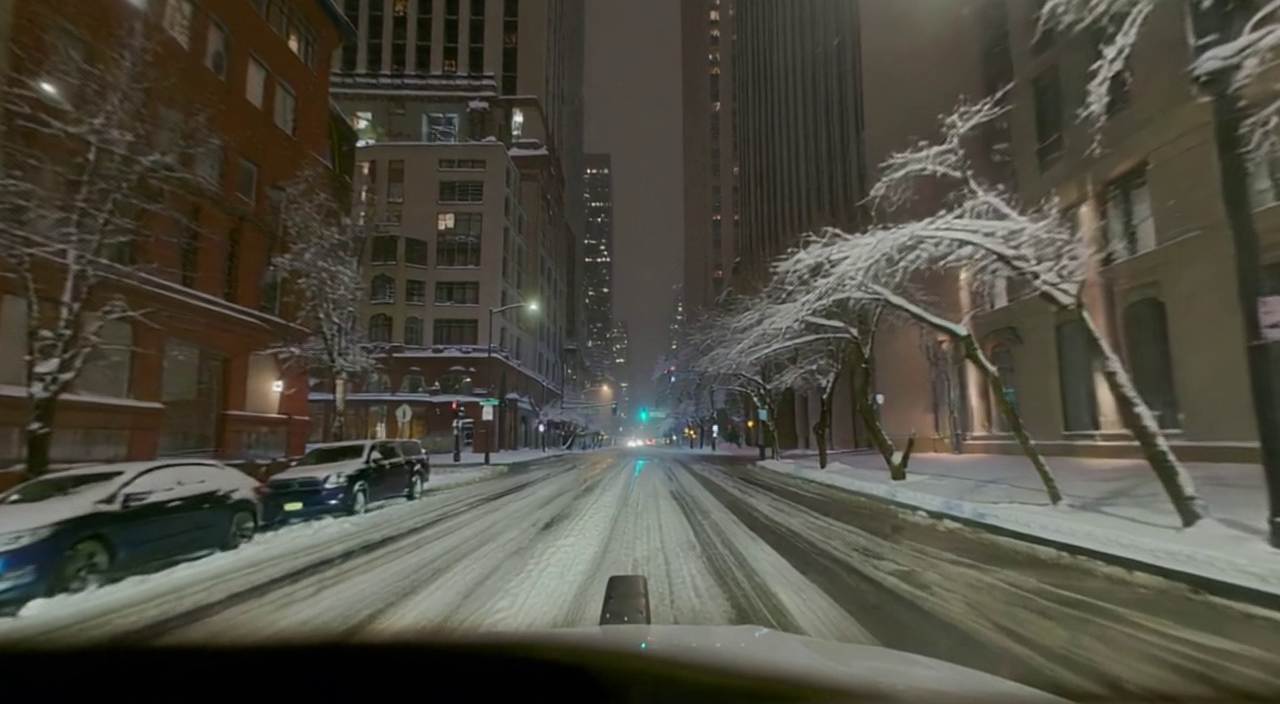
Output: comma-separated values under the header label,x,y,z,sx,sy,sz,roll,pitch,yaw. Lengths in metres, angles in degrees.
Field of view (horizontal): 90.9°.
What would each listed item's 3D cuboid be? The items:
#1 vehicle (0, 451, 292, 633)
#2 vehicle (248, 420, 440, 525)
label,x,y,z,sx,sy,sz,roll,pitch,yaw
vehicle,-6.739,2.089,7.832,2.270,1.539,4.855,-4,-9,-2
vehicle,-6.578,2.721,14.795,2.273,1.871,4.920,-4,-9,-2
